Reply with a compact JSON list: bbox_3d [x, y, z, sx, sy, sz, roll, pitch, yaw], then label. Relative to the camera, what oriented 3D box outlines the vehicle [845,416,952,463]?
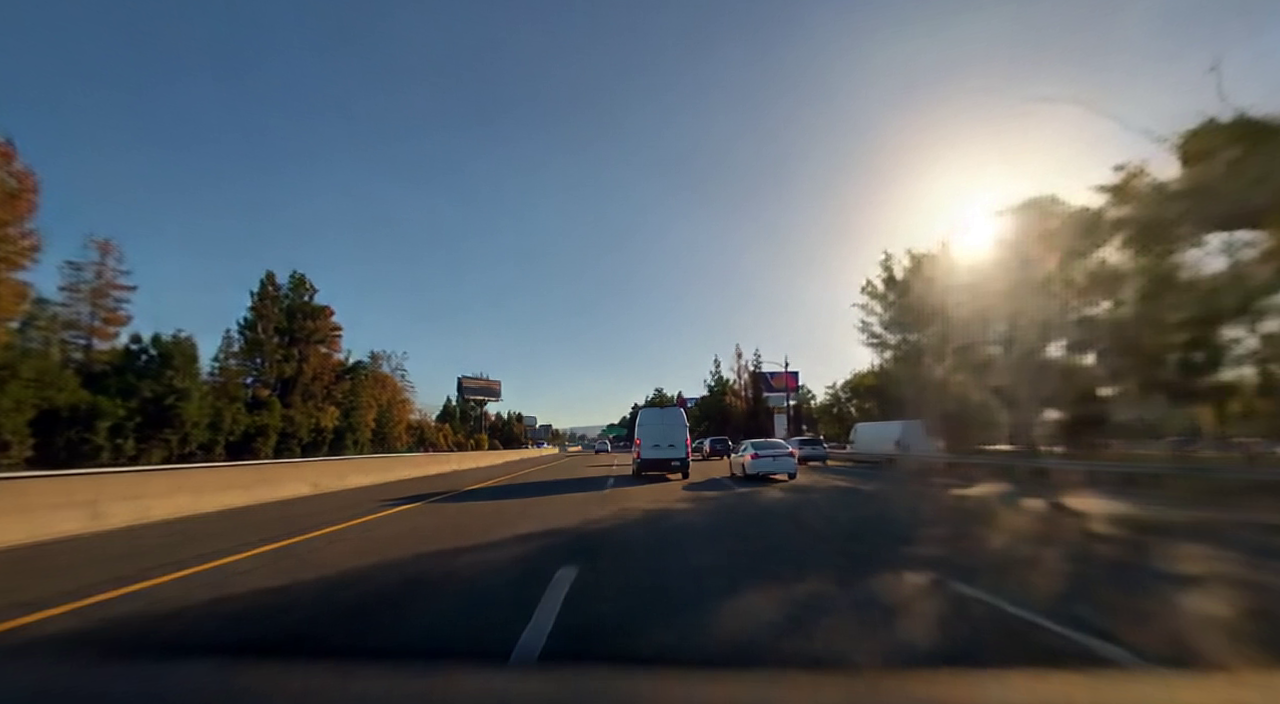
[{"bbox_3d":[16.983,5.870,42.085,3.113,2.773,8.752,0,-8,-3],"label":"vehicle"}]

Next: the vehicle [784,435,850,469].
[{"bbox_3d":[8.286,4.705,29.709,1.874,1.496,3.586,0,-8,-3],"label":"vehicle"}]

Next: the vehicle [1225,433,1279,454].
[{"bbox_3d":[47.867,6.977,47.862,4.409,1.535,2.038,0,-8,-1],"label":"vehicle"}]

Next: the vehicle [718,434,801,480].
[{"bbox_3d":[4.205,3.757,22.747,2.099,1.510,3.784,0,-8,-2],"label":"vehicle"}]

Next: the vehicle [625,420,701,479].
[{"bbox_3d":[0.768,3.858,25.083,2.546,2.087,5.404,0,-8,-3],"label":"vehicle"}]
